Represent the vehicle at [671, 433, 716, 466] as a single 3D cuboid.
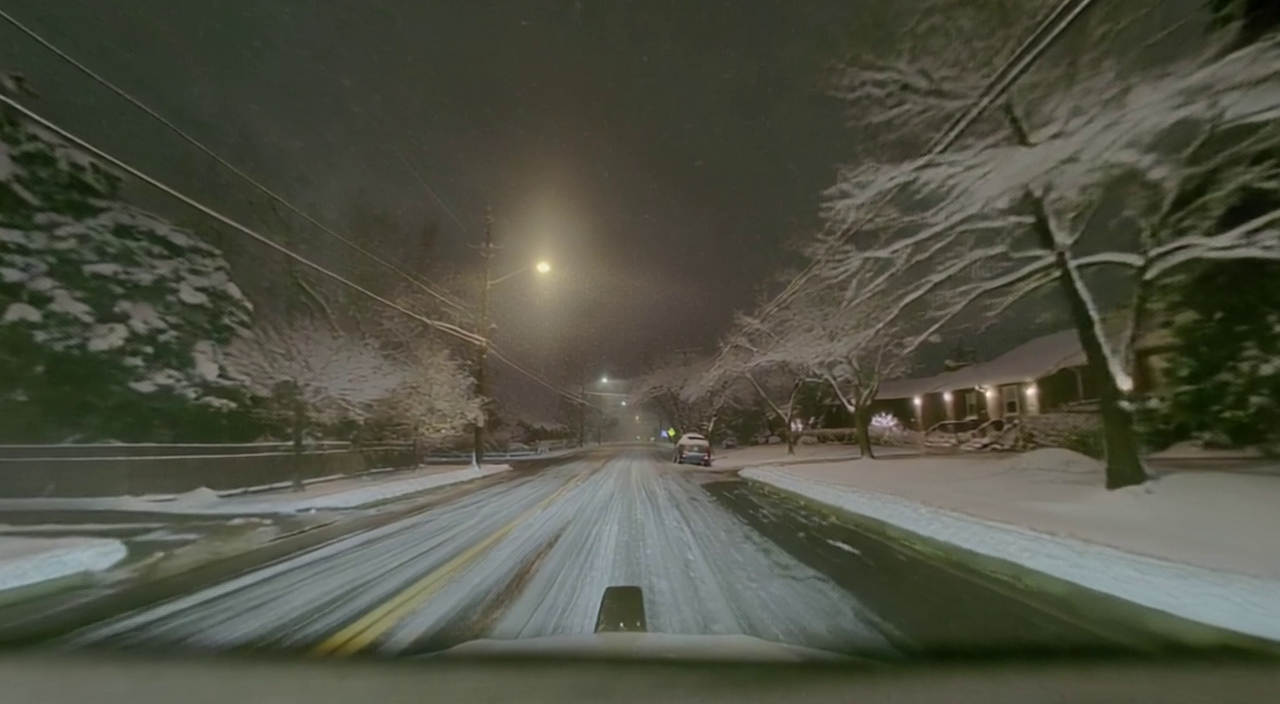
[{"bbox_3d":[2.941,5.462,35.517,2.086,1.726,4.384,0,-8,0],"label":"vehicle"}]
